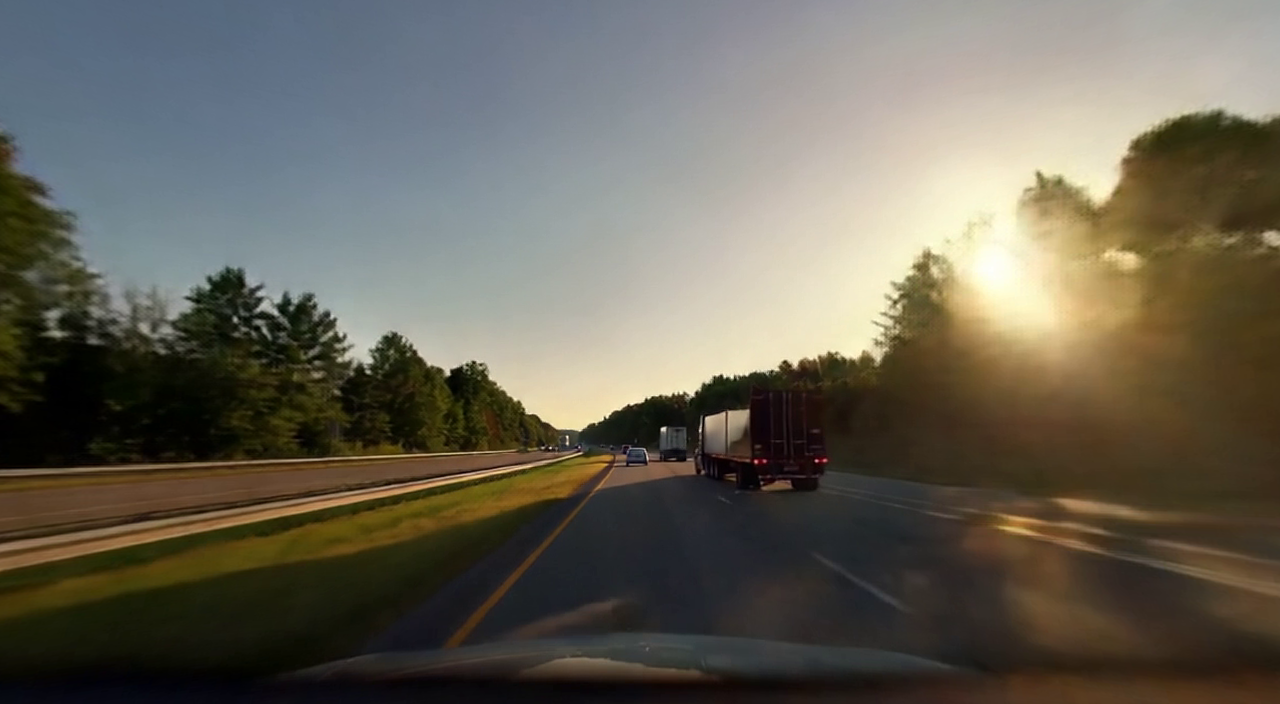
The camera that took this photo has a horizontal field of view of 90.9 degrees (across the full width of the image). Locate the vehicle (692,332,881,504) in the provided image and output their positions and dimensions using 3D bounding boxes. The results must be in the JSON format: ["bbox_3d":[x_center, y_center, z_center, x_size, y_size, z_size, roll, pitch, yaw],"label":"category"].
[{"bbox_3d":[4.030,2.644,22.123,2.883,4.057,14.579,0,-9,-1],"label":"vehicle"}]

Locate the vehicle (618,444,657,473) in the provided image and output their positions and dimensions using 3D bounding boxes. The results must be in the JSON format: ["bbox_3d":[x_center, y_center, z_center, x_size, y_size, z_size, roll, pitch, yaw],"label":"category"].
[{"bbox_3d":[-0.150,5.984,35.538,2.051,1.513,4.511,0,-9,-1],"label":"vehicle"}]
